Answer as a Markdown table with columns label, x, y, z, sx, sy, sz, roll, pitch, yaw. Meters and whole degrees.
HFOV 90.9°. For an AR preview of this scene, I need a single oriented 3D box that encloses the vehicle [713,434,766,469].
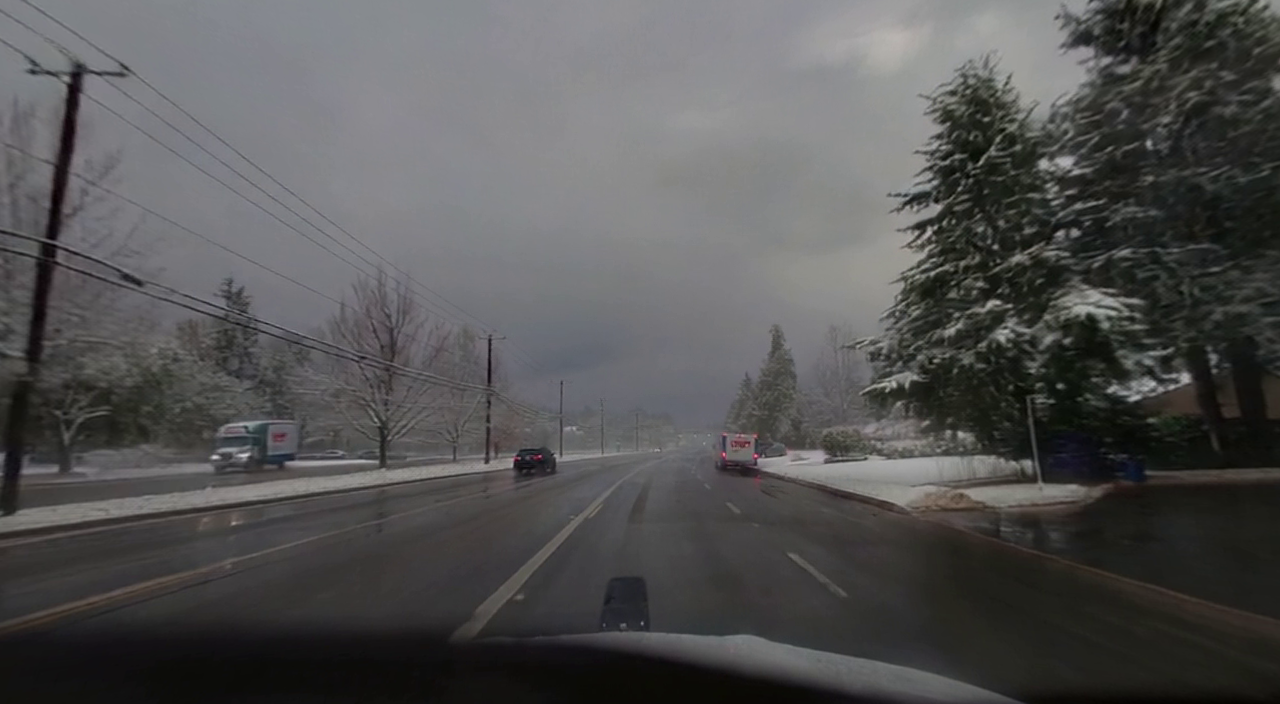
| label | x | y | z | sx | sy | sz | roll | pitch | yaw |
| --- | --- | --- | --- | --- | --- | --- | --- | --- | --- |
| vehicle | 6.184 | 6.284 | 40.138 | 2.695 | 2.013 | 6.661 | 0 | -8 | 4 |

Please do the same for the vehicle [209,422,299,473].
| label | x | y | z | sx | sy | sz | roll | pitch | yaw |
| --- | --- | --- | --- | --- | --- | --- | --- | --- | --- |
| vehicle | -22.547 | 5.624 | 37.206 | 2.421 | 2.746 | 5.968 | 2 | -8 | -11 |

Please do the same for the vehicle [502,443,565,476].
| label | x | y | z | sx | sy | sz | roll | pitch | yaw |
| --- | --- | --- | --- | --- | --- | --- | --- | --- | --- |
| vehicle | -5.105 | 5.241 | 30.968 | 2.060 | 1.473 | 4.645 | 0 | -8 | 3 |
